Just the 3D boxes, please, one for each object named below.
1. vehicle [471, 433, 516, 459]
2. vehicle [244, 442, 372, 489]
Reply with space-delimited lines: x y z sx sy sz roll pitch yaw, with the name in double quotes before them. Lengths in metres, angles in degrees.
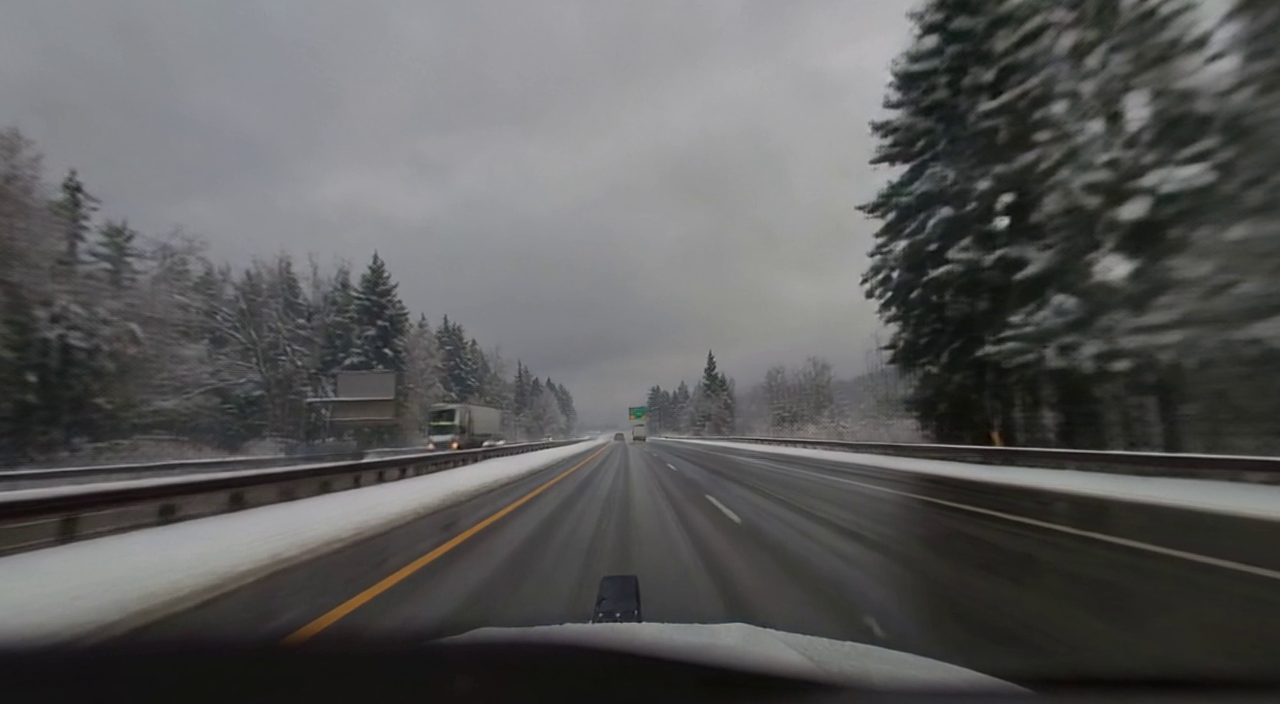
"vehicle" -10.860 6.992 46.914 2.434 1.856 4.296 0 -8 -1
"vehicle" -10.211 3.499 19.764 1.811 1.263 4.213 0 -8 -1
